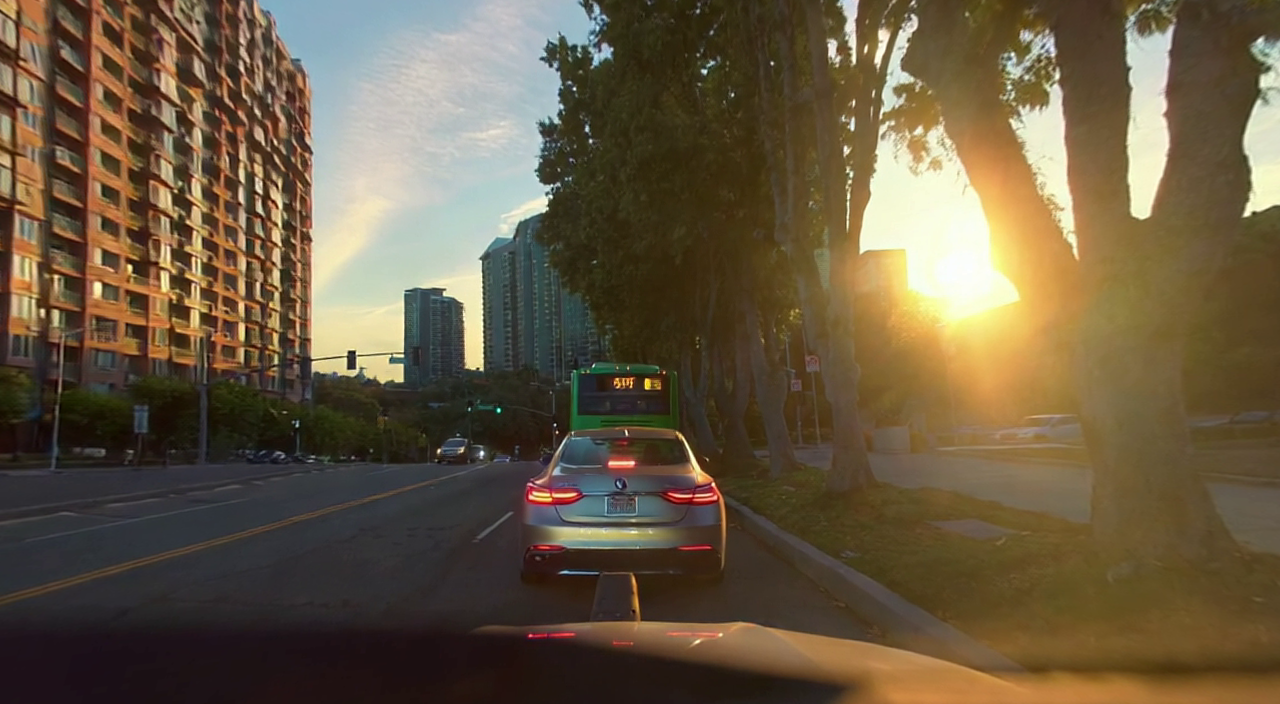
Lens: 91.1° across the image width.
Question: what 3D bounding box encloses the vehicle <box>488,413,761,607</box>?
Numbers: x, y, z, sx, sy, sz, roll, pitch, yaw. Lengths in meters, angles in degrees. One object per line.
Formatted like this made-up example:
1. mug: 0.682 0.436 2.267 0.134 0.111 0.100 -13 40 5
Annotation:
1. vehicle: -0.154 1.463 6.803 2.064 1.452 3.942 0 -8 -1
